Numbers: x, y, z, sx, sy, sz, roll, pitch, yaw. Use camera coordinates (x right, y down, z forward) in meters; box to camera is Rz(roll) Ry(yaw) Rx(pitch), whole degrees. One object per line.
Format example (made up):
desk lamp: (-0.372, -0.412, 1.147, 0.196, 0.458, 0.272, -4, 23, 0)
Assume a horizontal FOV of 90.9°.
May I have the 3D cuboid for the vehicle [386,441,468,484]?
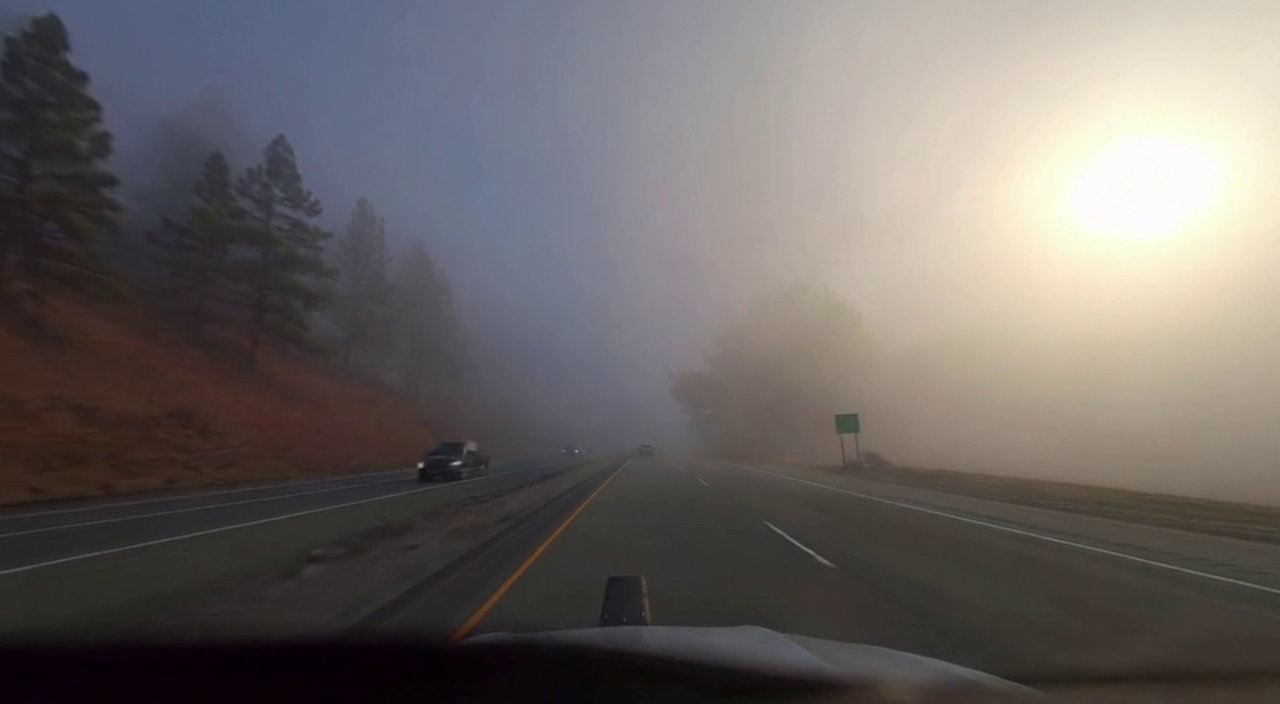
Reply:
vehicle: (-8.912, 4.623, 26.819, 1.951, 1.654, 4.345, 0, -8, 1)
